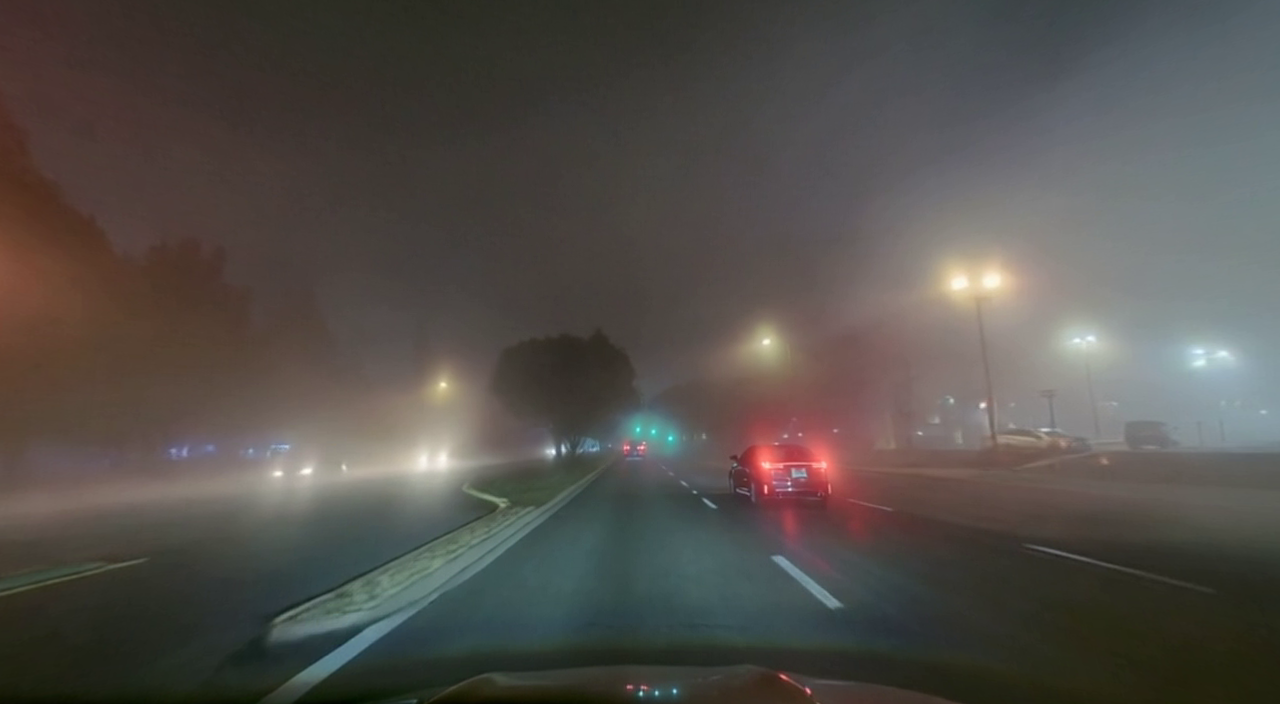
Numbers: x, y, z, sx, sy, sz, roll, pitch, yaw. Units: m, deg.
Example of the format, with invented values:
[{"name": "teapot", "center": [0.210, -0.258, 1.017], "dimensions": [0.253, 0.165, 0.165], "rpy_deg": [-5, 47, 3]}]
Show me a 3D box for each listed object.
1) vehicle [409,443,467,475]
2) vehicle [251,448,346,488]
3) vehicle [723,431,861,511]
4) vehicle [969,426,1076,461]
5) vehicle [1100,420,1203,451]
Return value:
[{"name": "vehicle", "center": [-12.556, 6.645, 39.533], "dimensions": [2.063, 1.812, 4.502], "rpy_deg": [0, -8, 1]}, {"name": "vehicle", "center": [-16.566, 5.621, 30.969], "dimensions": [2.032, 1.728, 4.633], "rpy_deg": [0, -8, 0]}, {"name": "vehicle", "center": [3.388, 2.753, 15.197], "dimensions": [1.995, 1.616, 4.729], "rpy_deg": [0, -8, -2]}, {"name": "vehicle", "center": [20.018, 4.801, 33.170], "dimensions": [4.376, 1.735, 1.854], "rpy_deg": [0, -8, -2]}, {"name": "vehicle", "center": [32.383, 5.293, 40.117], "dimensions": [4.597, 1.886, 2.143], "rpy_deg": [0, -8, 0]}]
